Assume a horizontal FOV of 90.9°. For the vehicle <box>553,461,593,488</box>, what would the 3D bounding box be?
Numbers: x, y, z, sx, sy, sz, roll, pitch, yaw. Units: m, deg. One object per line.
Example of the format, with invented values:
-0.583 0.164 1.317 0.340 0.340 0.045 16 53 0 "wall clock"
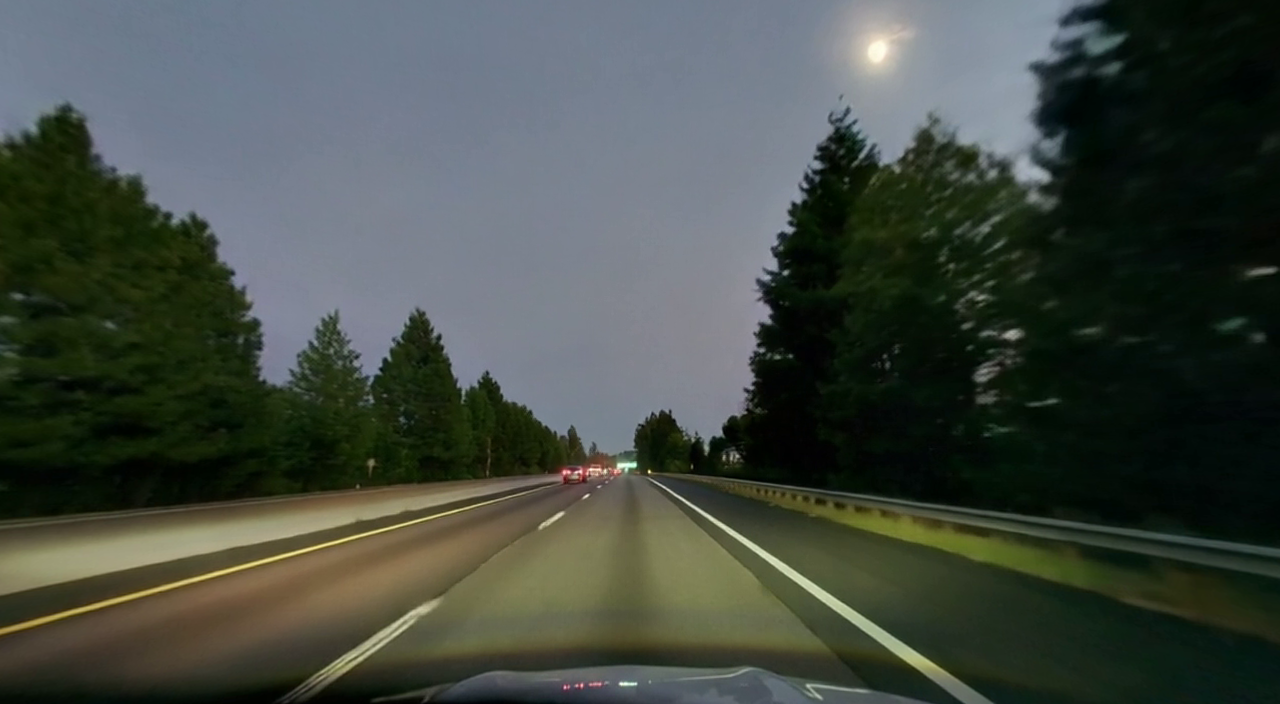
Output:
-4.148 7.690 39.687 2.068 1.592 4.479 1 -10 0 "vehicle"
